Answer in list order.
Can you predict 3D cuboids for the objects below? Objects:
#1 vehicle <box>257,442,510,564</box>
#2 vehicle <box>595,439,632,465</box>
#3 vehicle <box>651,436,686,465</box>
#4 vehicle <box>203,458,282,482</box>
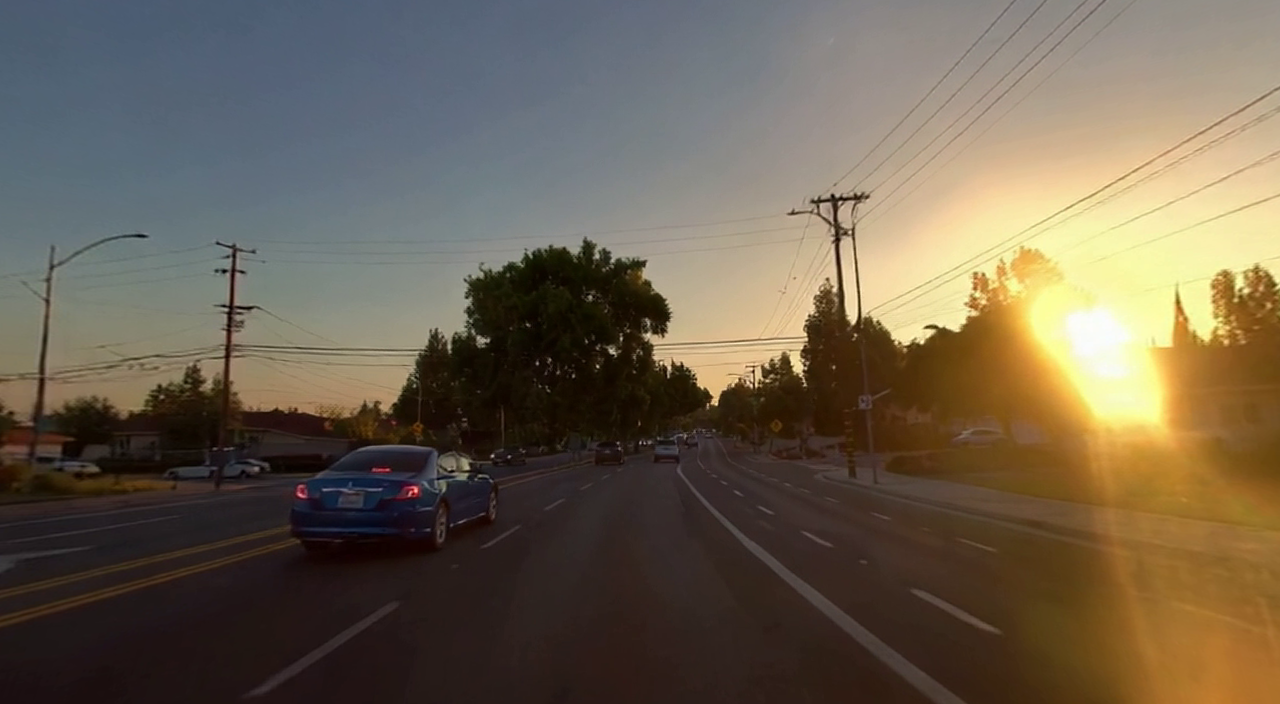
[{"bbox_3d":[-3.468,2.092,9.661,1.901,1.409,4.442,0,-8,2],"label":"vehicle"},{"bbox_3d":[-1.756,6.848,43.338,1.899,1.685,4.121,-1,-8,6],"label":"vehicle"},{"bbox_3d":[1.990,6.668,42.812,2.155,1.836,4.250,-1,-8,6],"label":"vehicle"},{"bbox_3d":[-26.203,7.779,41.674,4.240,1.442,1.574,-1,-8,6],"label":"vehicle"}]
